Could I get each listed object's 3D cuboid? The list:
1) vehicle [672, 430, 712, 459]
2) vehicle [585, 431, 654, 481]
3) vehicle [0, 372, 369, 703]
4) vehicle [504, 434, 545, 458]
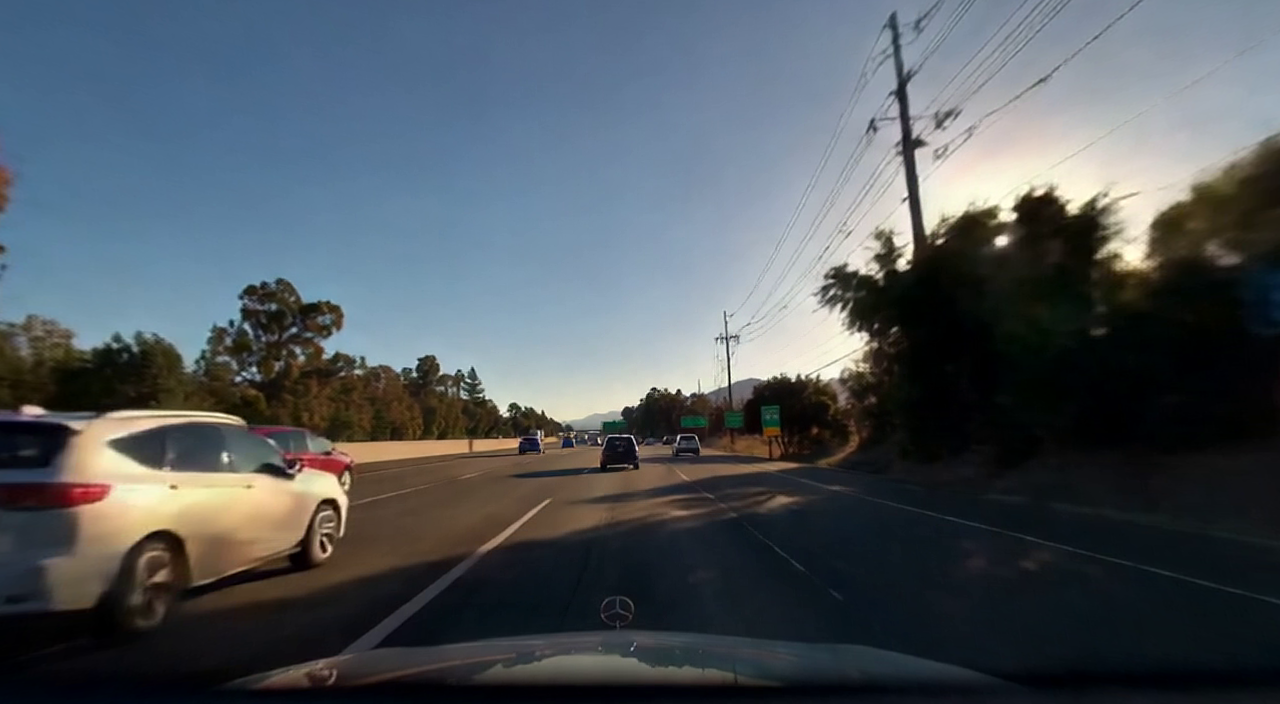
[{"bbox_3d":[3.143,5.711,39.032,1.950,1.695,4.446,0,-8,-2],"label":"vehicle"},{"bbox_3d":[-0.639,3.351,20.676,2.086,1.488,3.440,0,-8,-1],"label":"vehicle"},{"bbox_3d":[-3.893,1.113,4.499,1.901,1.601,4.610,0,-8,-1],"label":"vehicle"},{"bbox_3d":[-7.708,6.295,42.448,1.992,1.494,4.133,0,-8,0],"label":"vehicle"}]
